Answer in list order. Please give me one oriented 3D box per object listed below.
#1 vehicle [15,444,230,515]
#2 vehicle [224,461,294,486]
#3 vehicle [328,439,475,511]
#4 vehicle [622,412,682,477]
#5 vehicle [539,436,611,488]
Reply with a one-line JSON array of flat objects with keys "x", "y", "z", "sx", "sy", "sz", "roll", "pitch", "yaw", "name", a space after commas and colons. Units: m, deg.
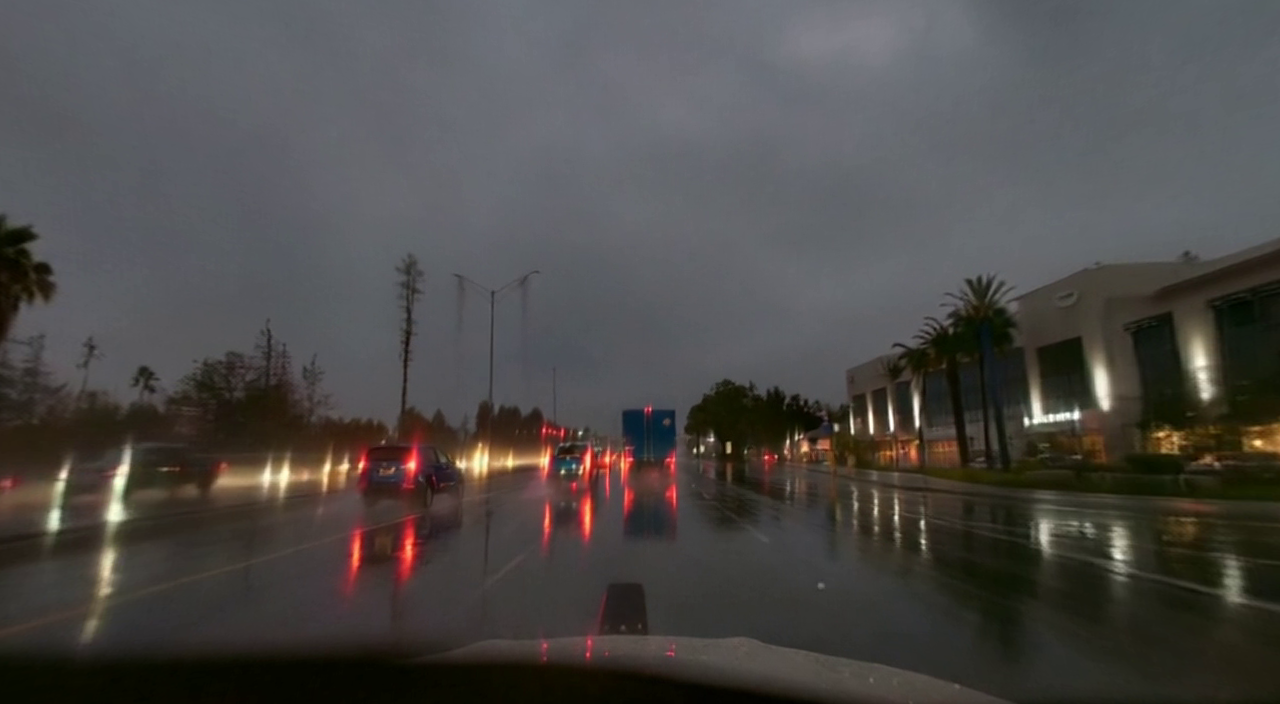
[{"x": -14.429, "y": 3.524, "z": 17.986, "sx": 2.100, "sy": 1.746, "sz": 4.662, "roll": 0, "pitch": -8, "yaw": 1, "name": "vehicle"}, {"x": -27.594, "y": 8.796, "z": 45.656, "sx": 1.876, "sy": 1.505, "sz": 4.876, "roll": 0, "pitch": -8, "yaw": 2, "name": "vehicle"}, {"x": -6.175, "y": 3.208, "z": 16.975, "sx": 2.045, "sy": 1.630, "sz": 4.680, "roll": 0, "pitch": -8, "yaw": 1, "name": "vehicle"}, {"x": 0.657, "y": 5.147, "z": 34.850, "sx": 2.993, "sy": 3.235, "sz": 6.692, "roll": 0, "pitch": -8, "yaw": 1, "name": "vehicle"}, {"x": -2.428, "y": 4.305, "z": 24.895, "sx": 2.178, "sy": 1.826, "sz": 4.933, "roll": 0, "pitch": -8, "yaw": 2, "name": "vehicle"}]
